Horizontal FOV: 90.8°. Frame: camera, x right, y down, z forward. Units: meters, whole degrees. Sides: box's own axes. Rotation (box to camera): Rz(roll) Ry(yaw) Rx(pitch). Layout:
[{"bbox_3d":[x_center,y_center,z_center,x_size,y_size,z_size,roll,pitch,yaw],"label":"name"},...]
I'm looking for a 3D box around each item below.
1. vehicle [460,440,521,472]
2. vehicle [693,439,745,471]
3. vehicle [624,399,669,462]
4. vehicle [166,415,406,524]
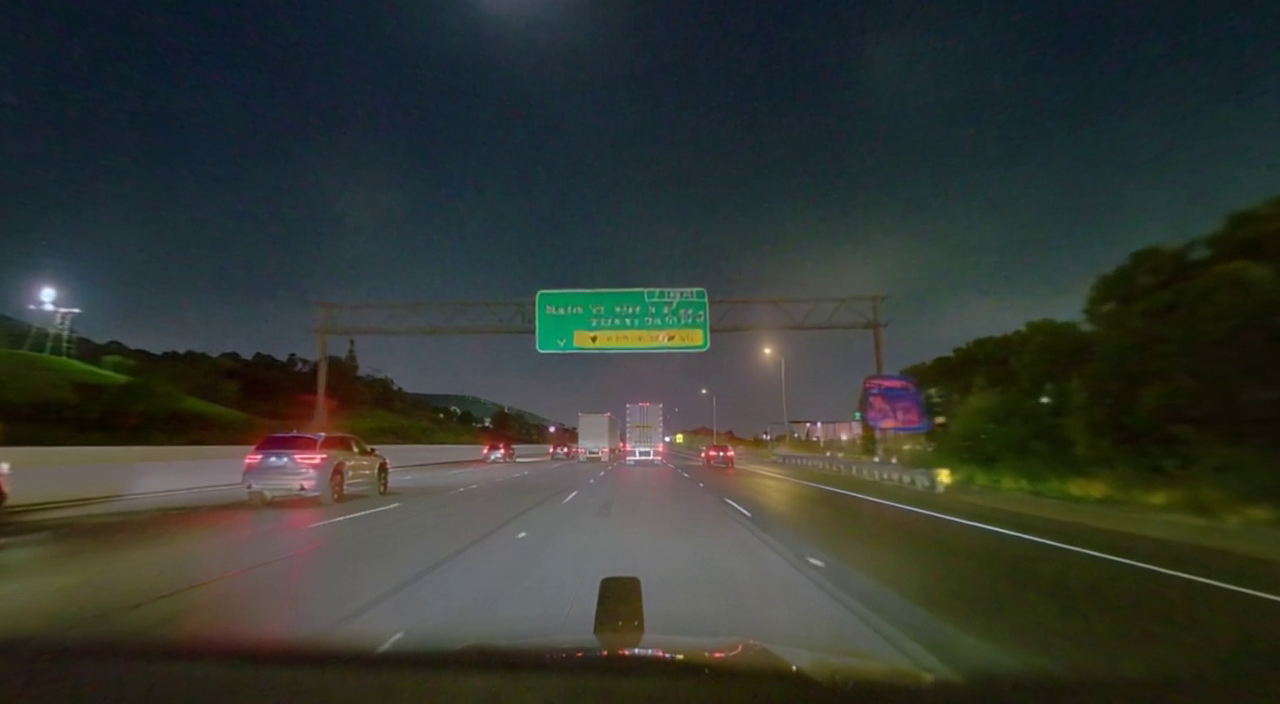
[{"bbox_3d":[-7.428,5.215,31.845,1.891,1.460,4.506,0,-8,1],"label":"vehicle"},{"bbox_3d":[3.904,5.152,31.788,2.006,1.452,4.246,0,-8,-1],"label":"vehicle"},{"bbox_3d":[0.368,5.986,47.316,2.969,4.104,10.906,0,-8,0],"label":"vehicle"},{"bbox_3d":[-6.616,2.244,12.563,2.122,1.754,4.379,0,-8,1],"label":"vehicle"}]
